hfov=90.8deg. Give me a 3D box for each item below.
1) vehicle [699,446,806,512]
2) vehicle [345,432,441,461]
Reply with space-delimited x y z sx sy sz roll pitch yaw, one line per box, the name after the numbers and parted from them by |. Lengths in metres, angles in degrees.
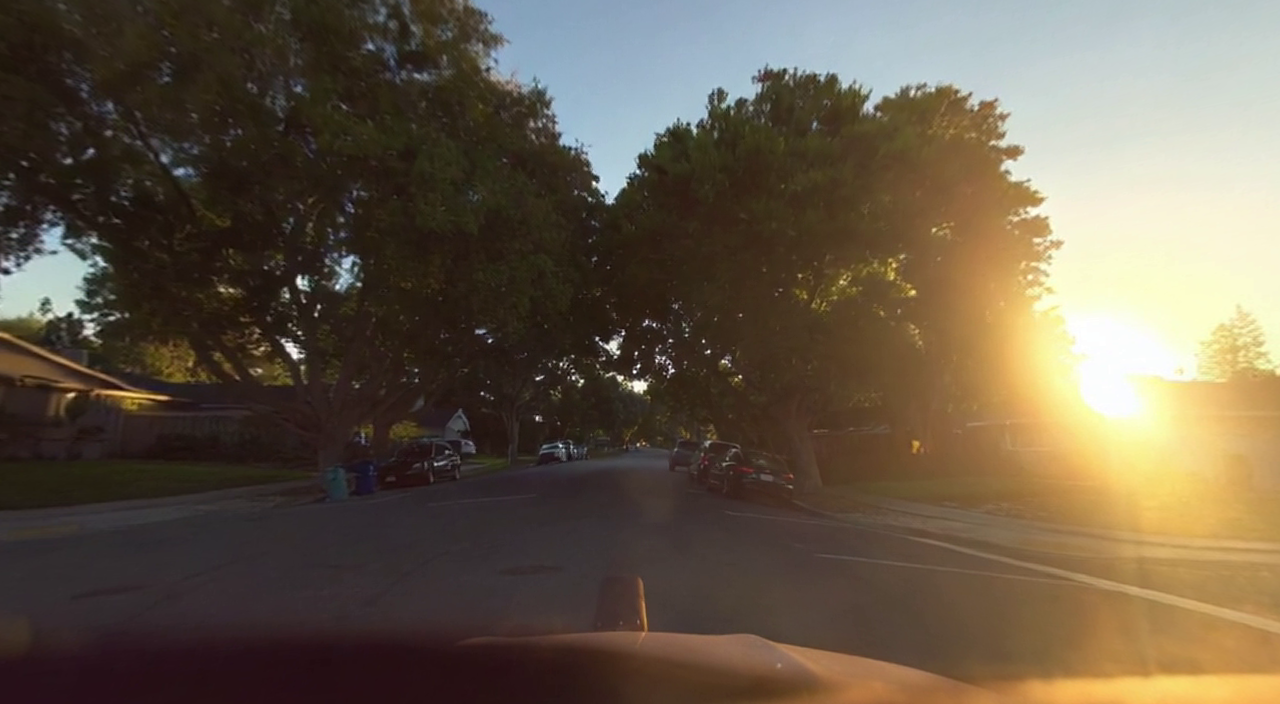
2.827 3.284 16.880 1.881 1.487 4.183 1 -8 -3 | vehicle
-13.456 5.187 34.662 4.423 1.522 1.961 0 -8 -2 | vehicle
